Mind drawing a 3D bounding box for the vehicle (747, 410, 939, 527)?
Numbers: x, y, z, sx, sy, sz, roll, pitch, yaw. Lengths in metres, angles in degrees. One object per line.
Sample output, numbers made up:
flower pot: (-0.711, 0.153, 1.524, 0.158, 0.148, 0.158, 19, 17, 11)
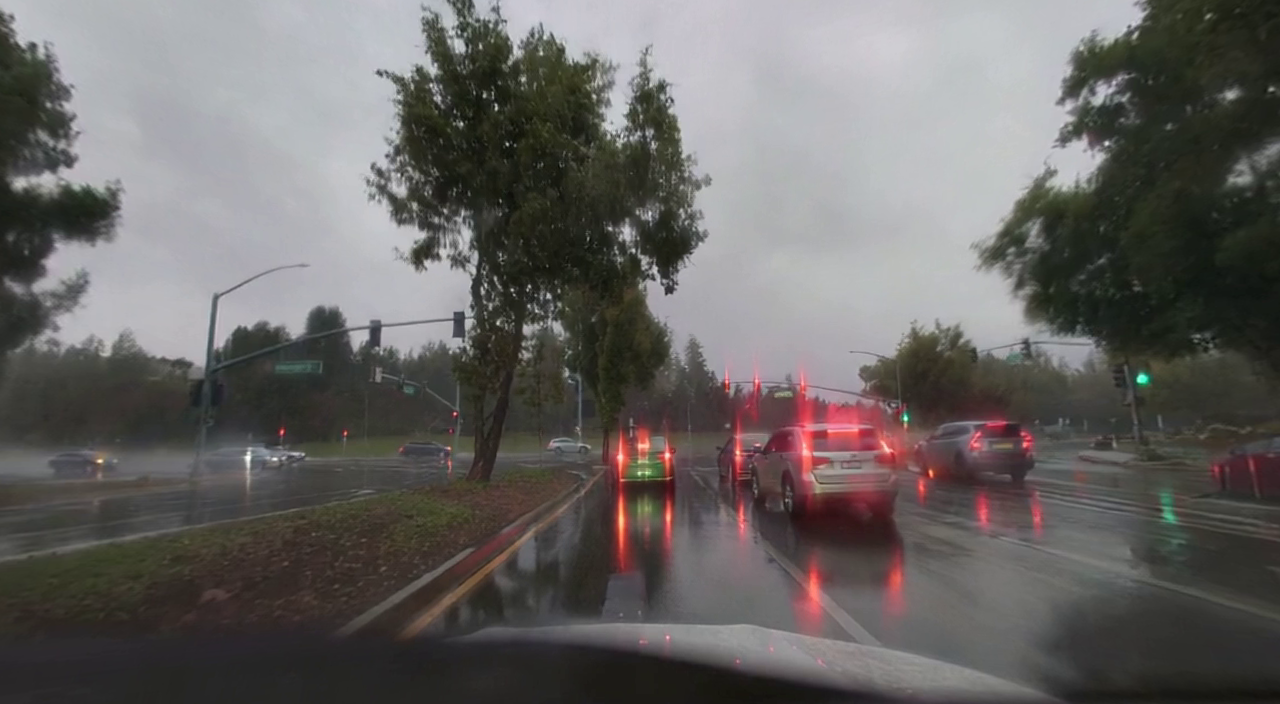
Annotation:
vehicle: (3.543, 2.155, 12.249, 2.111, 1.780, 4.990, 0, -8, 1)

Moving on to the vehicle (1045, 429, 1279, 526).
vehicle: (10.408, 2.364, 12.489, 1.919, 1.549, 4.452, 0, -8, 2)

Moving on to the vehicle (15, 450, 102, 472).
vehicle: (-40.766, 7.624, 44.296, 4.630, 1.441, 1.923, -1, -9, 9)

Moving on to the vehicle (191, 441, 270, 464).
vehicle: (-29.716, 7.294, 45.907, 4.517, 1.637, 1.935, -1, -9, 9)

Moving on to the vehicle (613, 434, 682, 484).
vehicle: (0.282, 3.461, 20.717, 2.026, 1.458, 4.175, 0, -8, 2)

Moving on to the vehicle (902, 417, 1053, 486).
vehicle: (10.976, 3.309, 21.230, 2.130, 1.988, 5.684, 0, -8, 3)

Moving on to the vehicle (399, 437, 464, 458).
vehicle: (-15.586, 7.163, 47.354, 4.076, 1.498, 2.175, -1, -8, 5)
